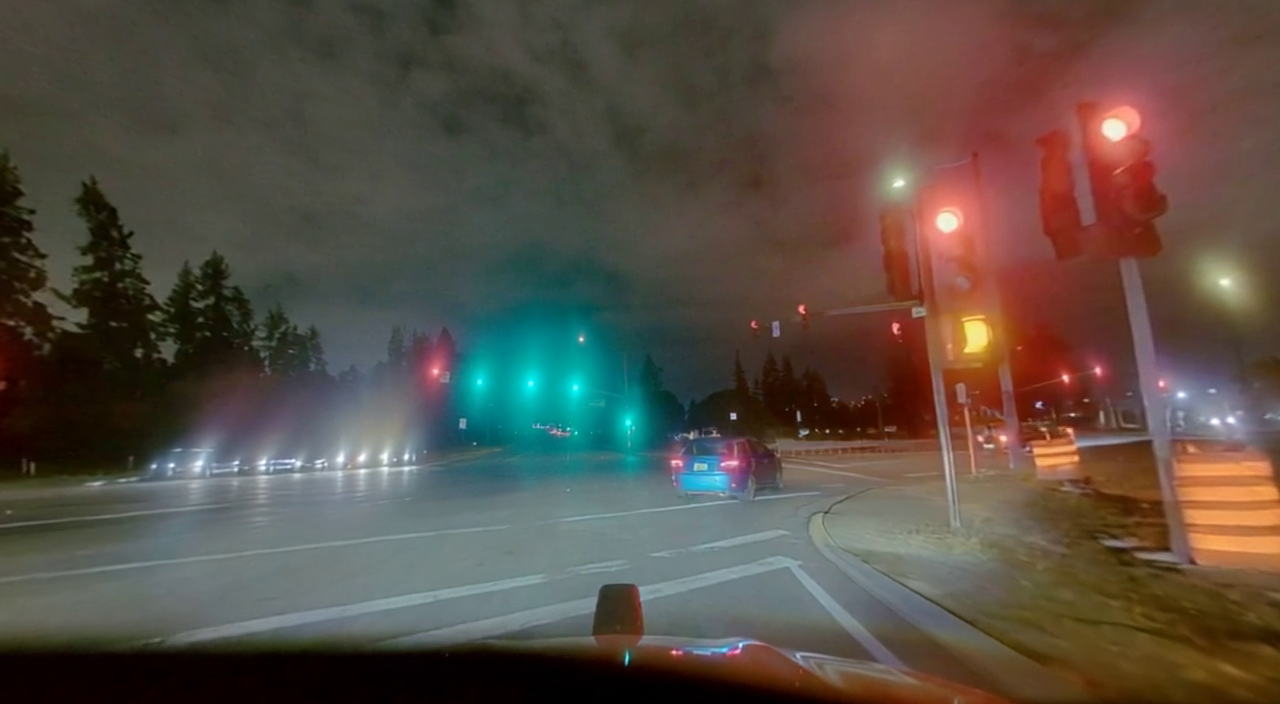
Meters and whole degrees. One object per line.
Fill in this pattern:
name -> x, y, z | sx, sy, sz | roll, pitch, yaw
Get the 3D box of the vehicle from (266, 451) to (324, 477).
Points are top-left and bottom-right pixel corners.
vehicle -> -24.457, 7.909, 44.923 | 2.081, 1.670, 4.376 | 1, -9, -8

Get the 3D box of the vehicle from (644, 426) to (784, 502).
vehicle -> 1.916, 2.595, 15.002 | 2.183, 1.506, 4.286 | -4, -9, 22

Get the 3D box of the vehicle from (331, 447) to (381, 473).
vehicle -> -21.193, 8.048, 47.301 | 2.101, 1.759, 4.619 | 1, -9, -8

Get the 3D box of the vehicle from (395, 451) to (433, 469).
vehicle -> -17.831, 8.516, 49.997 | 1.870, 1.344, 4.321 | 1, -9, -6

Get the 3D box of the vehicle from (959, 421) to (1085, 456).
vehicle -> 17.346, 3.959, 28.887 | 4.467, 1.477, 1.873 | -2, -8, 8

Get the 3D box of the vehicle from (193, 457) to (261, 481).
vehicle -> -27.919, 7.873, 42.890 | 2.024, 1.448, 4.478 | 1, -9, -7

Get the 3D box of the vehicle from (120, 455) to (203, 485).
vehicle -> -30.763, 7.589, 40.845 | 2.142, 1.723, 4.692 | 1, -9, -8
